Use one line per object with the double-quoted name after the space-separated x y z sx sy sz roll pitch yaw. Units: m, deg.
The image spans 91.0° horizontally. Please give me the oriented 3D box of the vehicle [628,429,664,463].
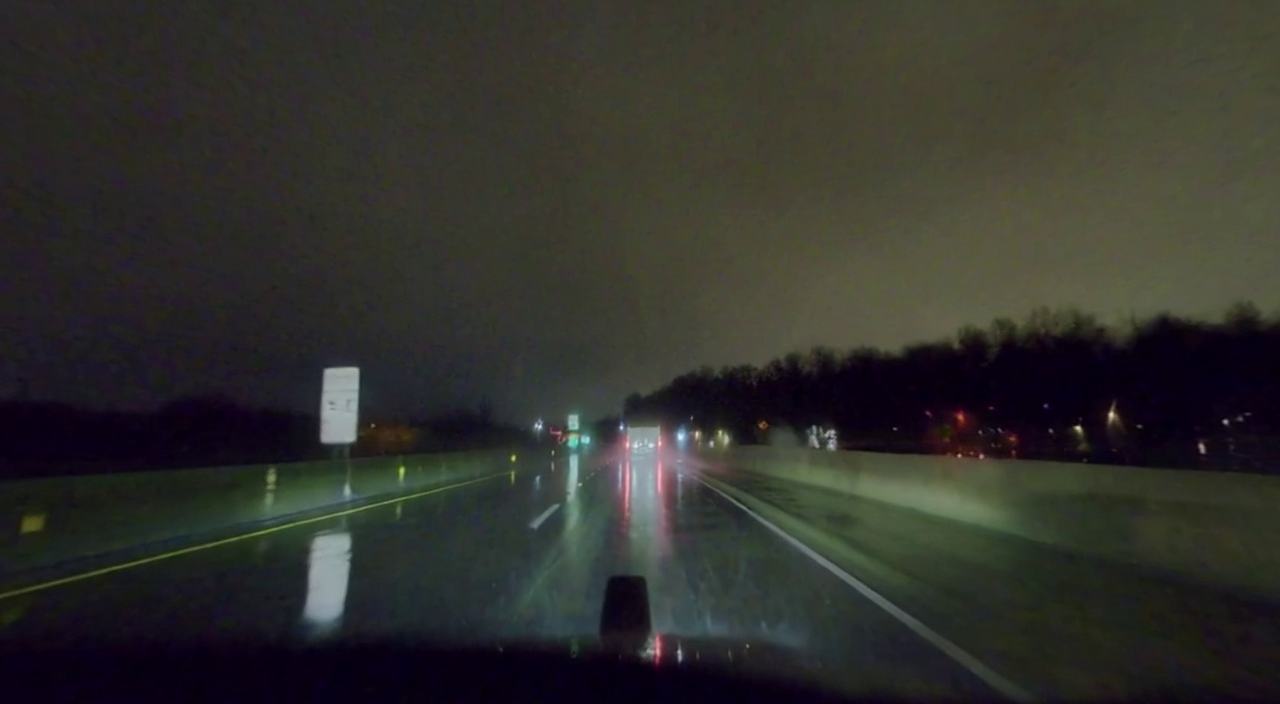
0.402 6.290 42.233 2.277 2.109 4.922 0 -8 0 "vehicle"
